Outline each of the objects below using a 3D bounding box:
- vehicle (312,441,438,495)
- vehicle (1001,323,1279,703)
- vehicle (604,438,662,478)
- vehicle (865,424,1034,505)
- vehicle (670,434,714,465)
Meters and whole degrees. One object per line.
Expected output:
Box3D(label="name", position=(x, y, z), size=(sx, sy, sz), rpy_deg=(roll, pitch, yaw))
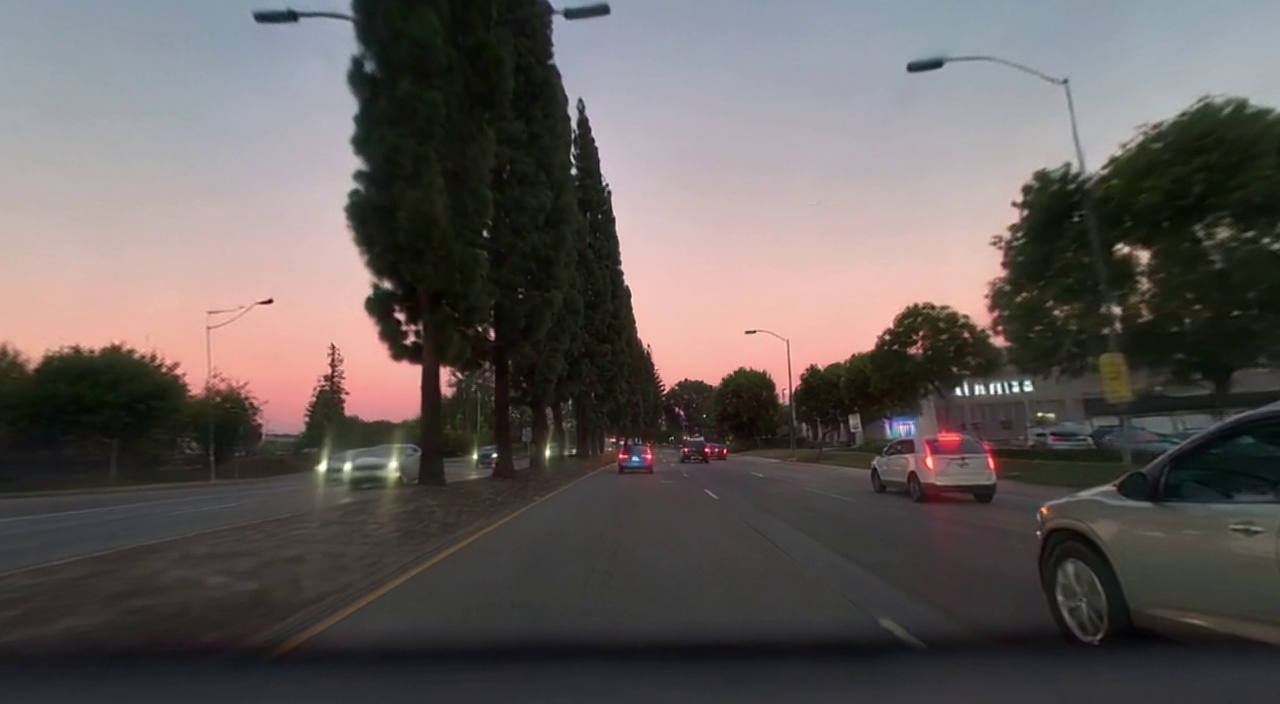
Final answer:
Box3D(label="vehicle", position=(-8.698, 3.812, 21.145), size=(2.082, 1.588, 4.710), rpy_deg=(0, -8, 1))
Box3D(label="vehicle", position=(3.495, 0.706, 1.897), size=(2.090, 1.763, 4.560), rpy_deg=(0, -8, 0))
Box3D(label="vehicle", position=(-0.258, 4.558, 27.191), size=(2.315, 1.563, 4.080), rpy_deg=(0, -8, 0))
Box3D(label="vehicle", position=(7.656, 2.814, 16.159), size=(2.090, 1.768, 4.407), rpy_deg=(0, -8, 0))
Box3D(label="vehicle", position=(3.726, 7.164, 46.257), size=(2.716, 2.131, 5.766), rpy_deg=(0, -8, 0))
